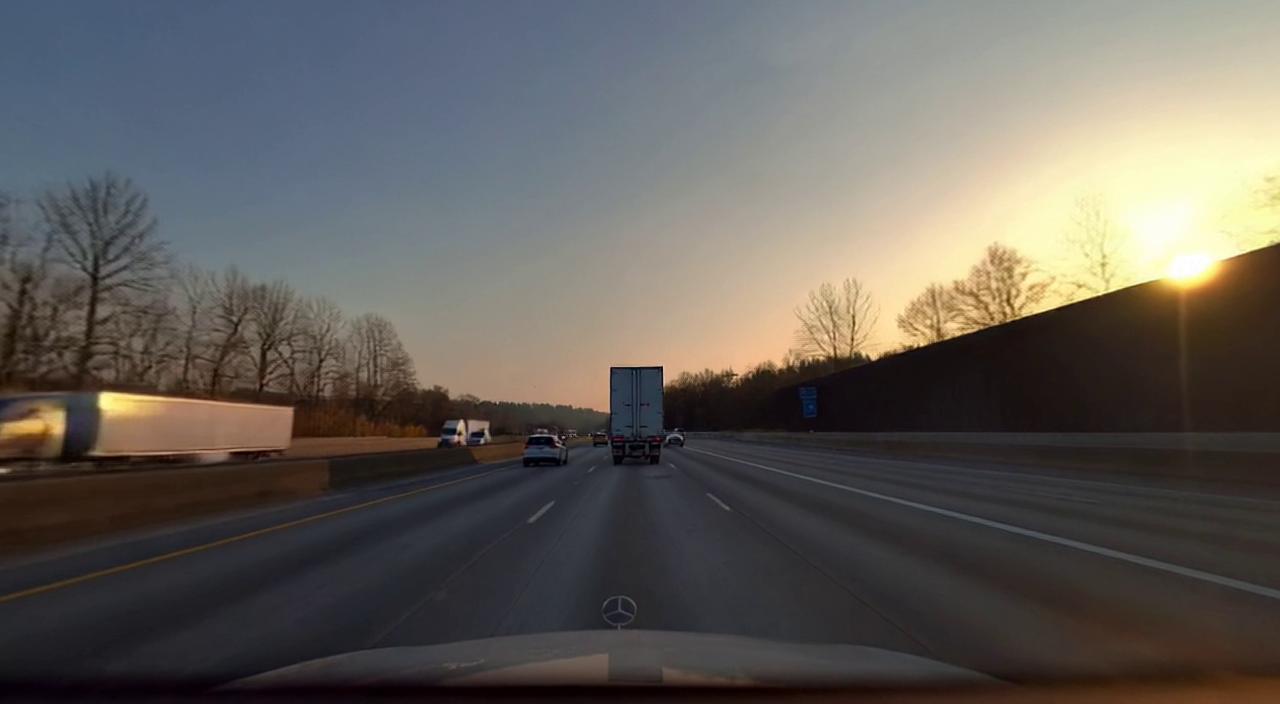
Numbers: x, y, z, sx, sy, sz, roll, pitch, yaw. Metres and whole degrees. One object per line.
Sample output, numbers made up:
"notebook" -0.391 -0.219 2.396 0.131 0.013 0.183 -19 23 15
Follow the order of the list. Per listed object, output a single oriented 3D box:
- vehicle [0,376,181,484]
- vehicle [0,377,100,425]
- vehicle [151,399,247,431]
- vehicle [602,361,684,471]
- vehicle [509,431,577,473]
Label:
"vehicle" -25.305 3.433 27.116 3.074 3.969 10.465 0 -8 0
"vehicle" -25.288 2.067 25.677 2.062 1.683 4.981 0 -8 0
"vehicle" -25.345 3.708 36.416 1.830 1.638 5.285 0 -8 -1
"vehicle" 0.076 3.429 31.172 2.965 3.972 16.689 0 -8 0
"vehicle" -3.785 3.992 25.361 2.005 1.521 4.454 0 -8 0
